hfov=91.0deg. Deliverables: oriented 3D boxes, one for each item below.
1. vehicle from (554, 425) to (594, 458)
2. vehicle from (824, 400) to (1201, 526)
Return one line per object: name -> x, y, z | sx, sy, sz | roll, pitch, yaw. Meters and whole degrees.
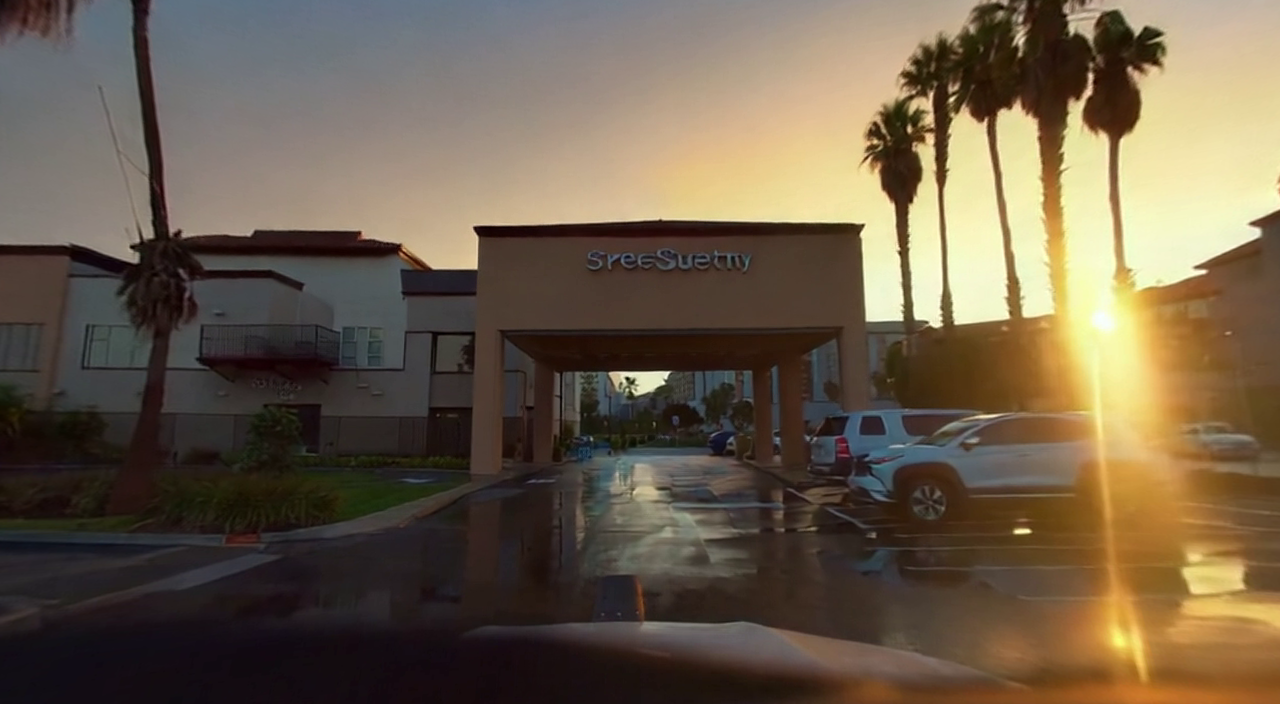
vehicle -> -4.520, 6.216, 43.972 | 1.943, 1.890, 4.472 | 2, -4, 4
vehicle -> 5.456, 1.683, 9.806 | 4.567, 1.723, 1.926 | 0, -8, 3
